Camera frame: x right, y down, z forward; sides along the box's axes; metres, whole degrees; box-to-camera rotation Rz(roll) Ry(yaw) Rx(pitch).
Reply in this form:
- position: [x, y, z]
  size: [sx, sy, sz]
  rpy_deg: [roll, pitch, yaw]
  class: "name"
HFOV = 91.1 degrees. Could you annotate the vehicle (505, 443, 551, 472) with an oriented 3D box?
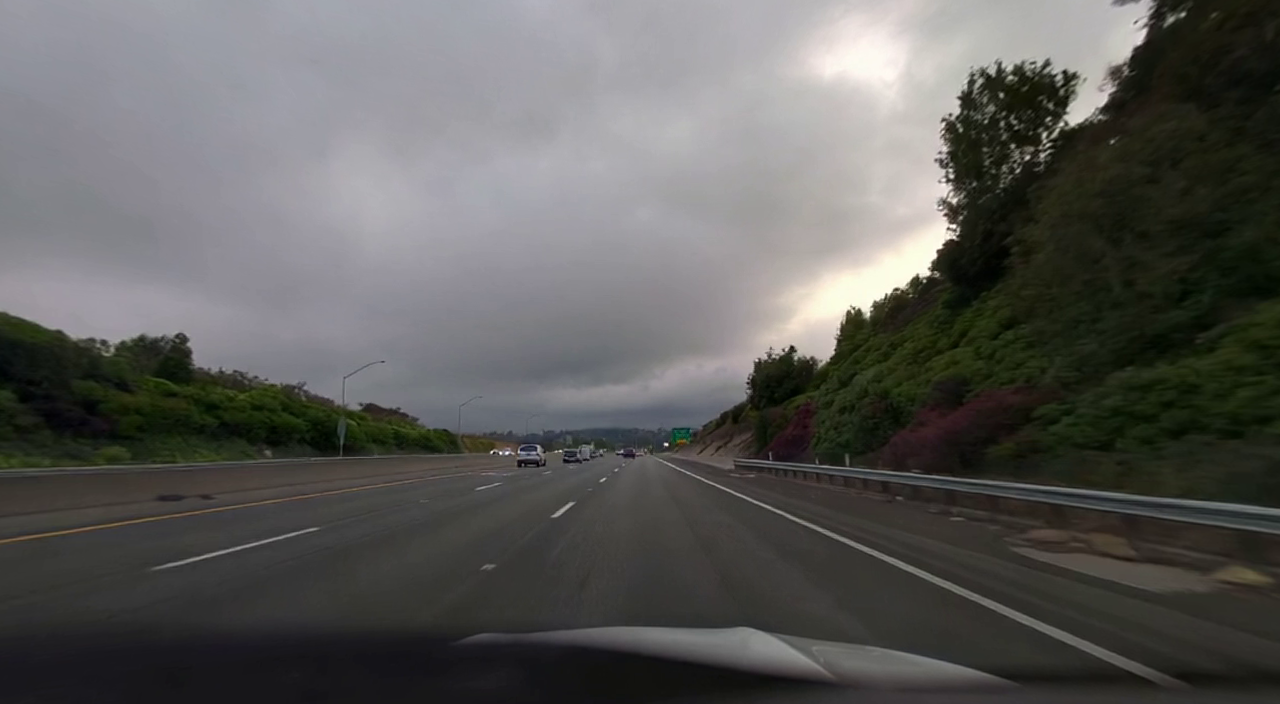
- position: [-6.682, 6.342, 37.931]
  size: [1.972, 1.660, 4.254]
  rpy_deg: [0, -8, 0]
  class: "vehicle"
